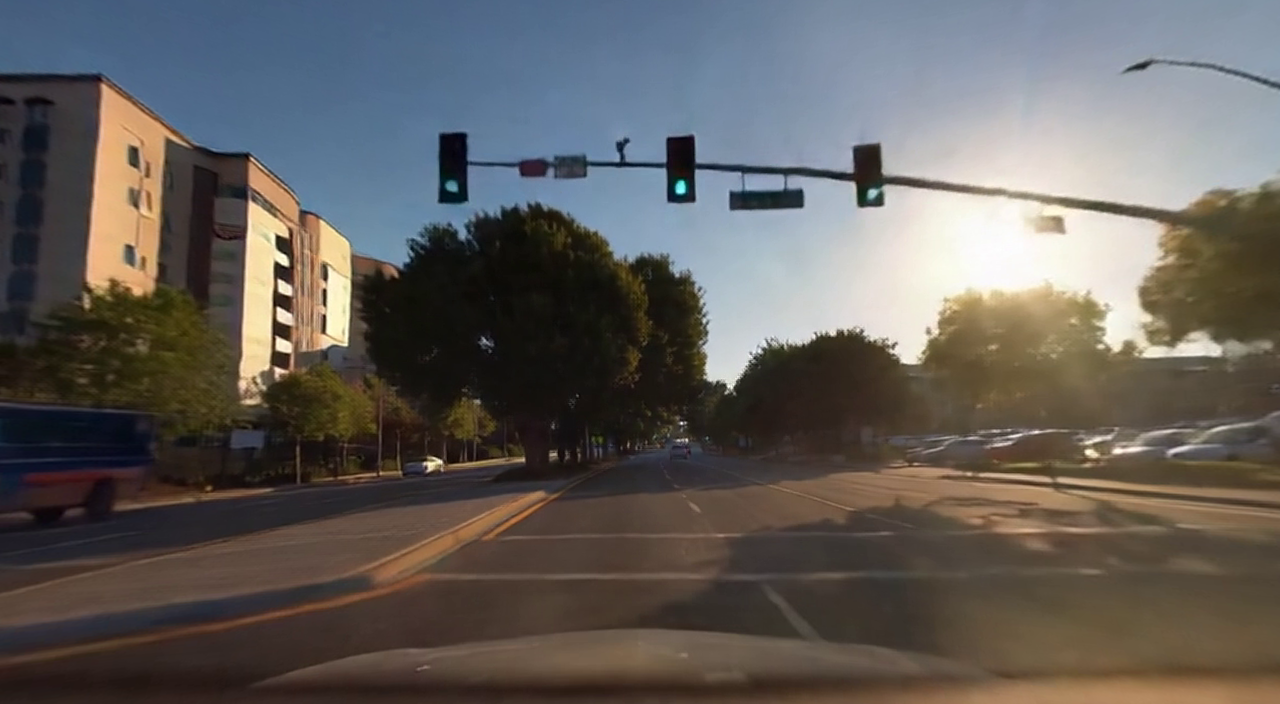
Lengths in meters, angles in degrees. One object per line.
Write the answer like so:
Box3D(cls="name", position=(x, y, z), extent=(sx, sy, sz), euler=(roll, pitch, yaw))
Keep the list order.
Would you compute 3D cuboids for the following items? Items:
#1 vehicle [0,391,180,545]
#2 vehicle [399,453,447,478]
Box3D(cls="vehicle", position=(-15.757, 2.705, 14.864), extent=(2.783, 3.404, 9.441), euler=(0, -9, -1))
Box3D(cls="vehicle", position=(-16.078, 8.396, 47.008), extent=(1.975, 1.629, 4.491), euler=(0, -8, 0))
